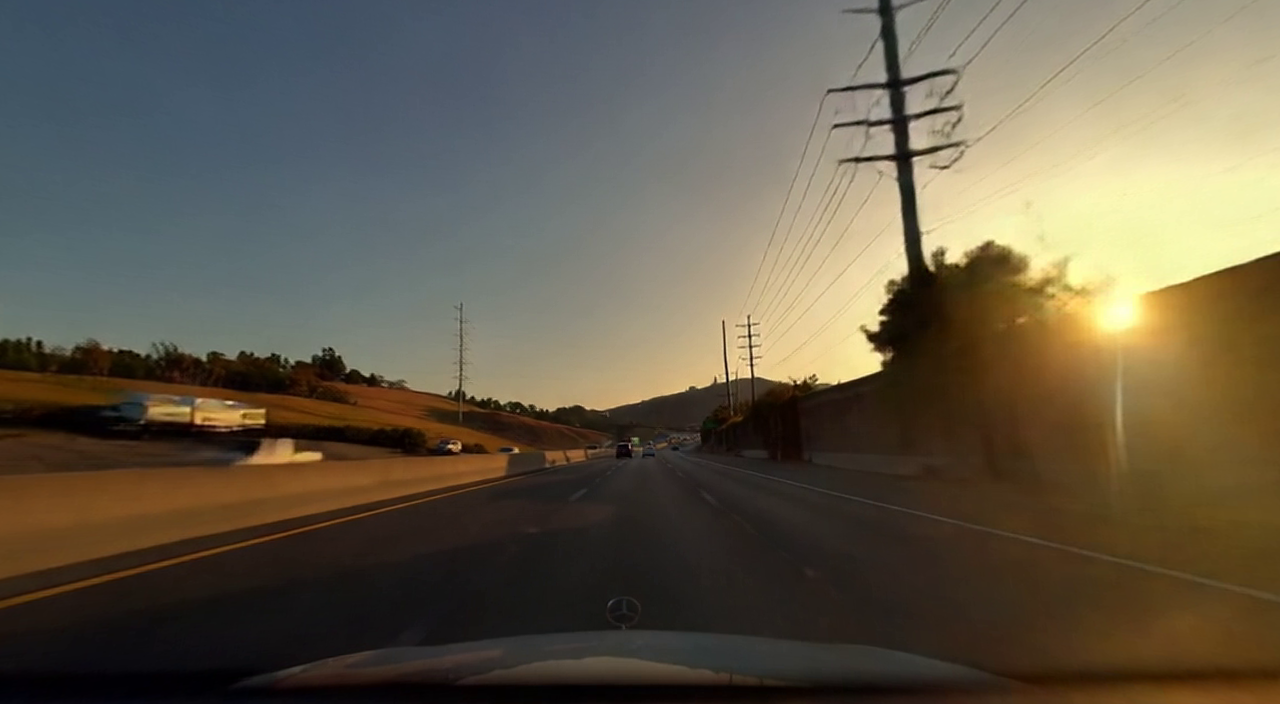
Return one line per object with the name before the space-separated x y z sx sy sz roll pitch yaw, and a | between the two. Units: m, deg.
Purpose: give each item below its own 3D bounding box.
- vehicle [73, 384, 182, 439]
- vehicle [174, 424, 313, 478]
vehicle | -38.598 4.613 47.820 2.911 3.794 5.923 -1 -9 3
vehicle | -18.825 4.769 30.502 2.382 2.331 6.448 0 -9 1
